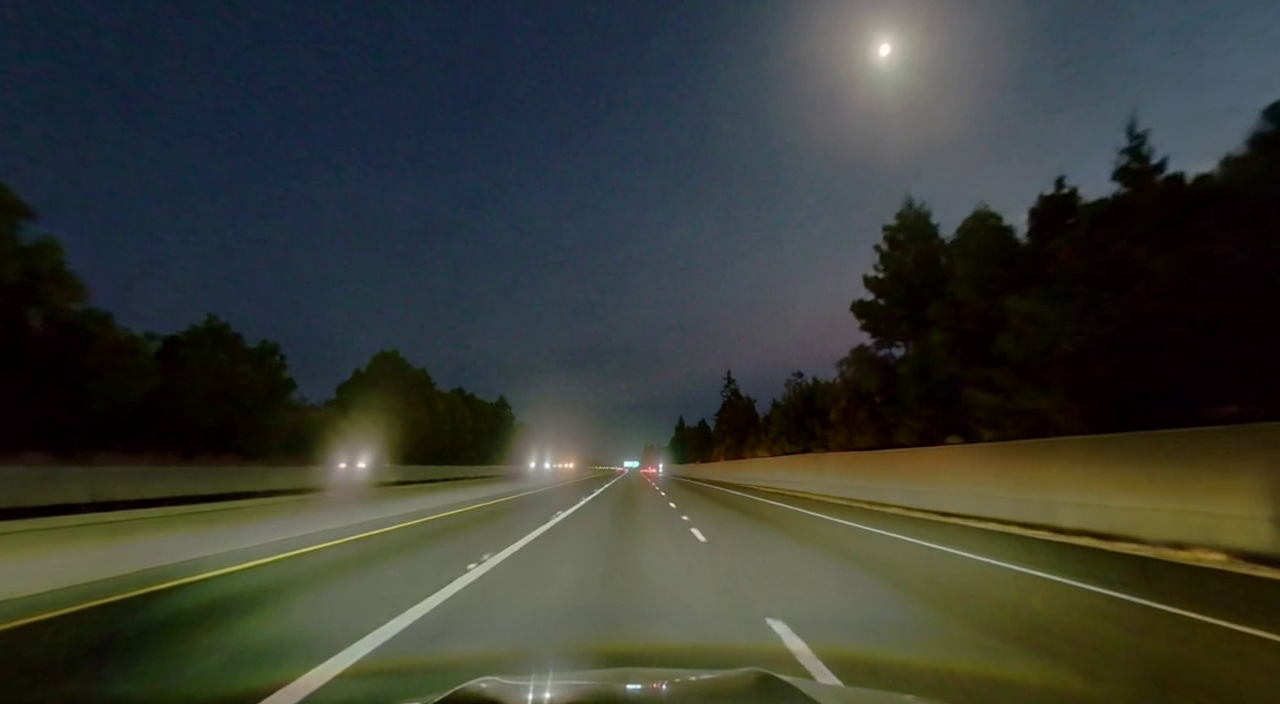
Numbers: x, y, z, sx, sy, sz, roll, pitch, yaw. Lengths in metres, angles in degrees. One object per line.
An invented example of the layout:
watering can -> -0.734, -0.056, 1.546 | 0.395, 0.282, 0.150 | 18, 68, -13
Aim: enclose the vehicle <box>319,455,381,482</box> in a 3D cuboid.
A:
vehicle -> -16.733, 6.749, 36.528 | 1.731, 1.446, 3.733 | 1, -10, 0
